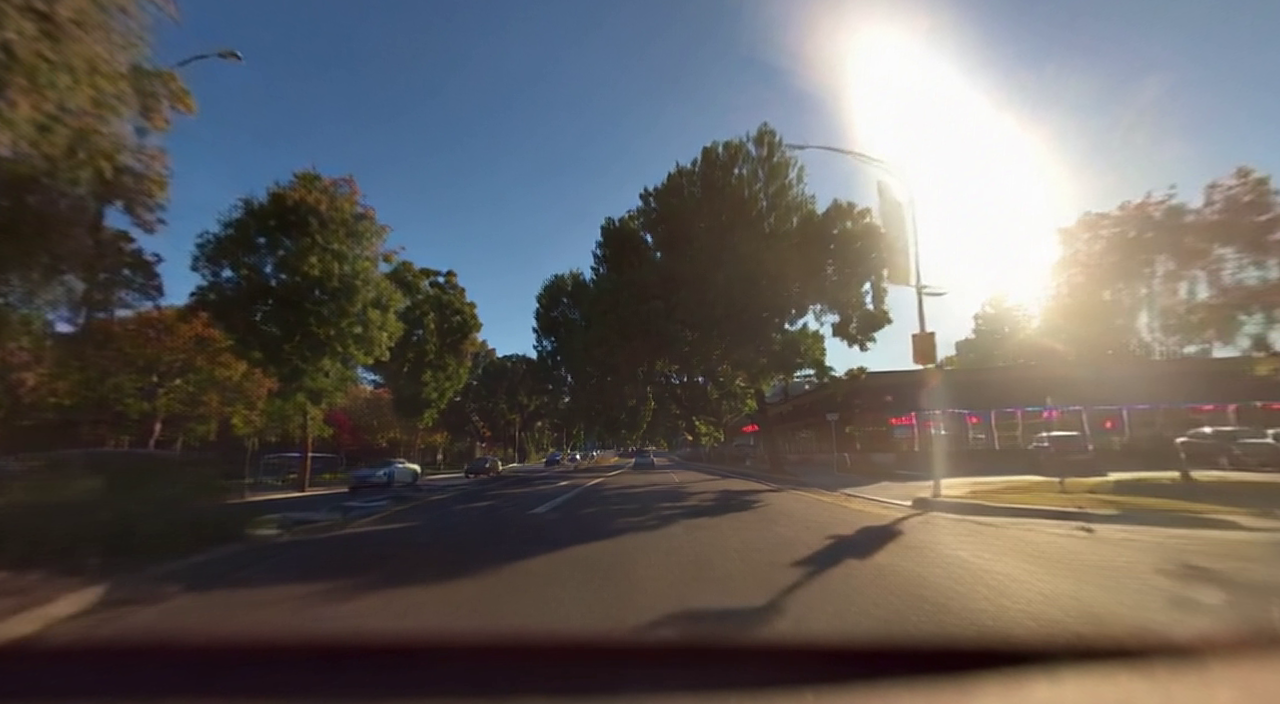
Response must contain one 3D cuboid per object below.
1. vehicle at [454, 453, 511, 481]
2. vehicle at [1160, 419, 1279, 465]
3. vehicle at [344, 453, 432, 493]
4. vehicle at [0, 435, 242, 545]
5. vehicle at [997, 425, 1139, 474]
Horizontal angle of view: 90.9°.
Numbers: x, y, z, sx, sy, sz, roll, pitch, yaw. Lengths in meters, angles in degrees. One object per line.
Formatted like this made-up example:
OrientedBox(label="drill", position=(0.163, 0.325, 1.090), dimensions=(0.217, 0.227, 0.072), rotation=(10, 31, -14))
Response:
OrientedBox(label="vehicle", position=(-9.648, 7.077, 39.072), dimensions=(2.084, 1.517, 5.096), rotation=(-1, -8, 2))
OrientedBox(label="vehicle", position=(24.457, 3.767, 26.017), dimensions=(1.996, 1.723, 4.576), rotation=(0, -10, -1))
OrientedBox(label="vehicle", position=(-10.787, 5.190, 27.328), dimensions=(1.873, 1.516, 4.339), rotation=(-1, -8, 2))
OrientedBox(label="vehicle", position=(-10.737, 2.666, 12.923), dimensions=(2.000, 1.817, 4.624), rotation=(0, -8, 1))
OrientedBox(label="vehicle", position=(17.107, 3.975, 25.599), dimensions=(2.021, 1.753, 4.941), rotation=(-1, -9, -3))
